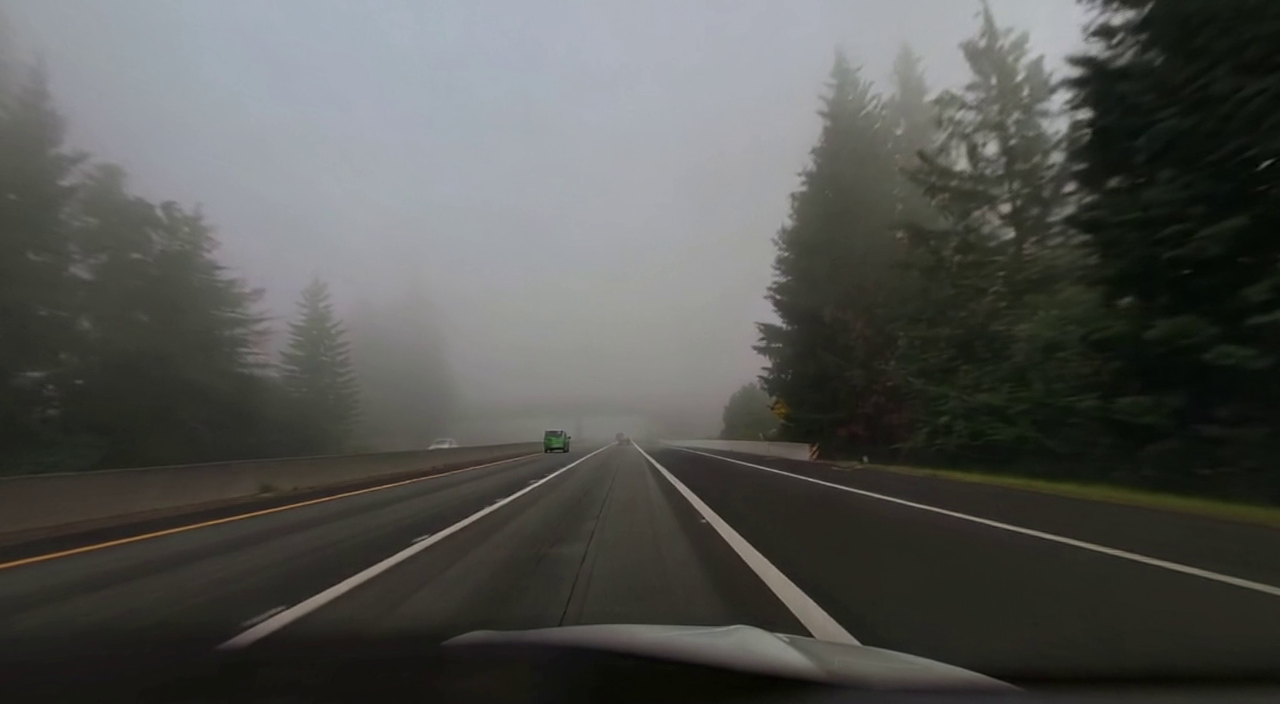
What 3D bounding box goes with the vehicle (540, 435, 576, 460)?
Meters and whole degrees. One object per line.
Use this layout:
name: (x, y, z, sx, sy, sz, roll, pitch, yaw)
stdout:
vehicle: (-5.141, 6.045, 40.013, 1.871, 1.489, 4.093, 0, -8, -1)
